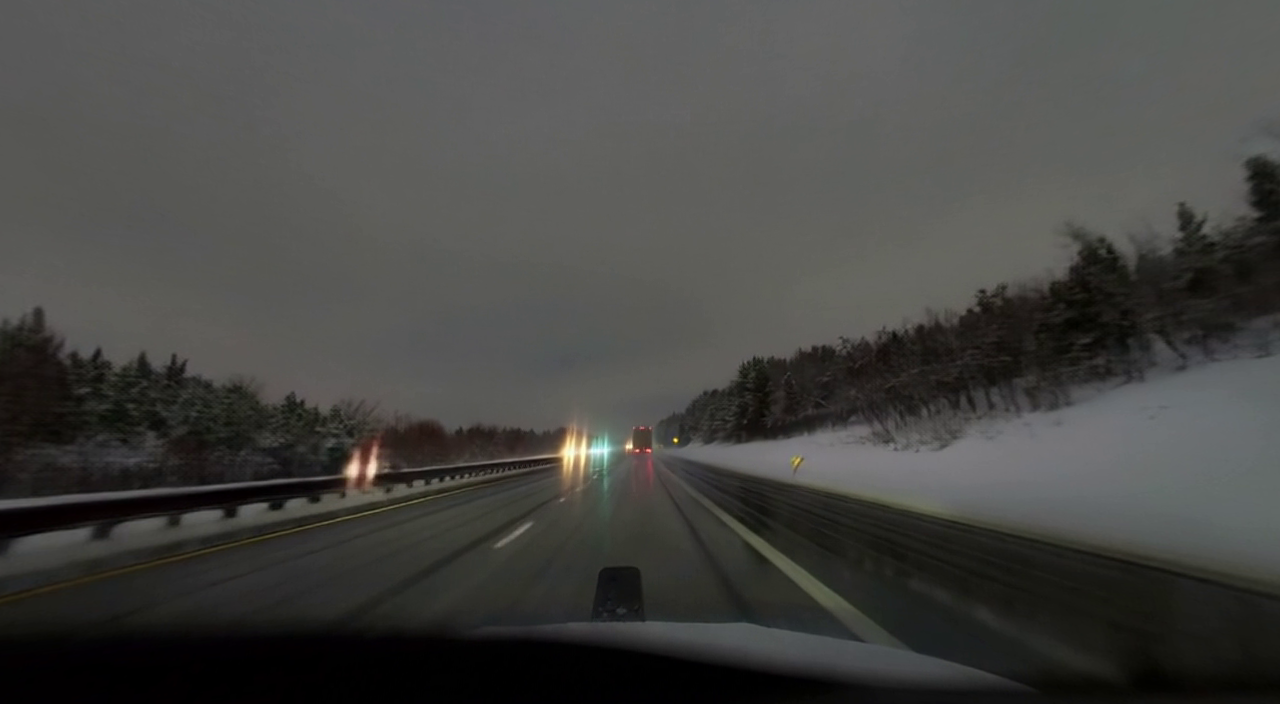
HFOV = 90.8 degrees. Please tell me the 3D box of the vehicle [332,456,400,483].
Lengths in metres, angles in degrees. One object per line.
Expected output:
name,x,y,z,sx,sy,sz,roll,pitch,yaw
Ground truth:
vehicle,-16.763,7.193,38.843,2.016,1.475,4.678,0,-9,1
